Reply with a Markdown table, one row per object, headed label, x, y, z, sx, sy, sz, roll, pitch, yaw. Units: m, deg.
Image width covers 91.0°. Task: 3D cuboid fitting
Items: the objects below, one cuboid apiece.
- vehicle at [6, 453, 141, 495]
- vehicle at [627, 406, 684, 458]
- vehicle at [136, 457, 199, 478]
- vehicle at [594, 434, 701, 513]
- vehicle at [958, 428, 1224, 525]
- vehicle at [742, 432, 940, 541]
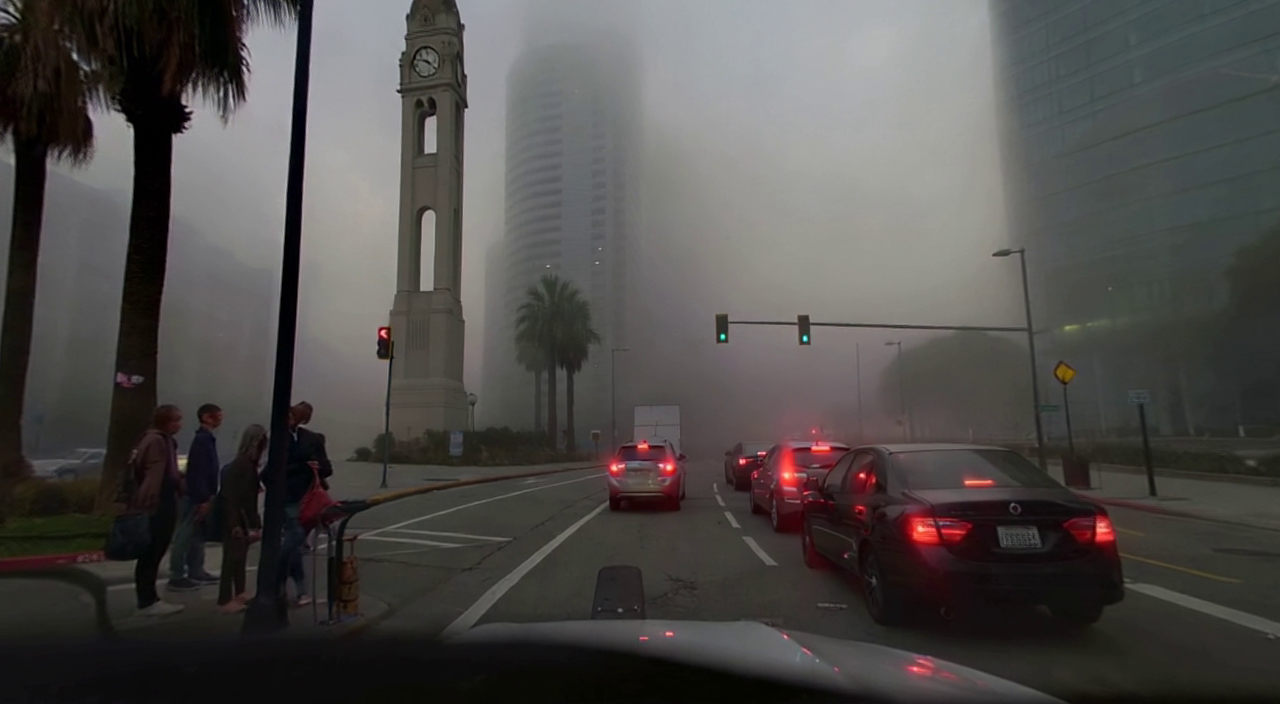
| label | x | y | z | sx | sy | sz | roll | pitch | yaw |
| --- | --- | --- | --- | --- | --- | --- | --- | --- | --- |
| vehicle | -26.696 | 5.718 | 29.952 | 2.105 | 1.793 | 4.812 | 0 | -9 | -3 |
| vehicle | 0.840 | 3.755 | 29.173 | 2.230 | 2.158 | 5.498 | -1 | -9 | 5 |
| vehicle | -36.828 | 8.995 | 49.212 | 1.700 | 1.527 | 4.445 | 1 | -9 | -4 |
| vehicle | 0.182 | 2.624 | 14.021 | 2.048 | 1.503 | 3.681 | 0 | -9 | 1 |
| vehicle | 8.178 | 2.280 | 12.055 | 1.859 | 1.508 | 4.259 | 0 | -9 | -1 |
| vehicle | 3.101 | 2.165 | 10.835 | 1.913 | 1.469 | 4.425 | 0 | -9 | -1 |
